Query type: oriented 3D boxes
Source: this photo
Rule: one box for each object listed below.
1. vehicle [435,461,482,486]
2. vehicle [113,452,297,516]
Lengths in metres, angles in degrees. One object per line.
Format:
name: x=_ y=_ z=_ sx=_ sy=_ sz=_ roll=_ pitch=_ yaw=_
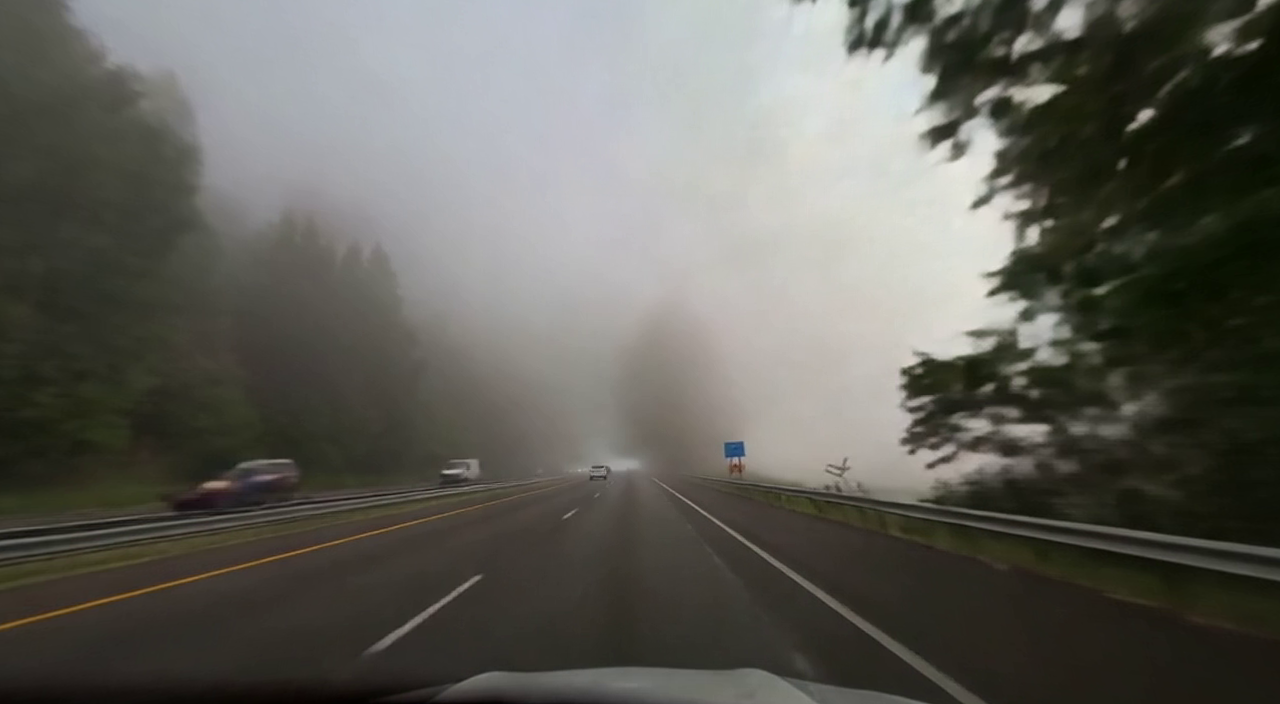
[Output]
vehicle: x=-13.021 y=8.771 z=45.543 sx=1.971 sy=1.687 sz=4.517 roll=1 pitch=-11 yaw=0
vehicle: x=-12.611 y=3.877 z=18.782 sx=2.070 sy=1.611 sz=4.762 roll=1 pitch=-11 yaw=0
